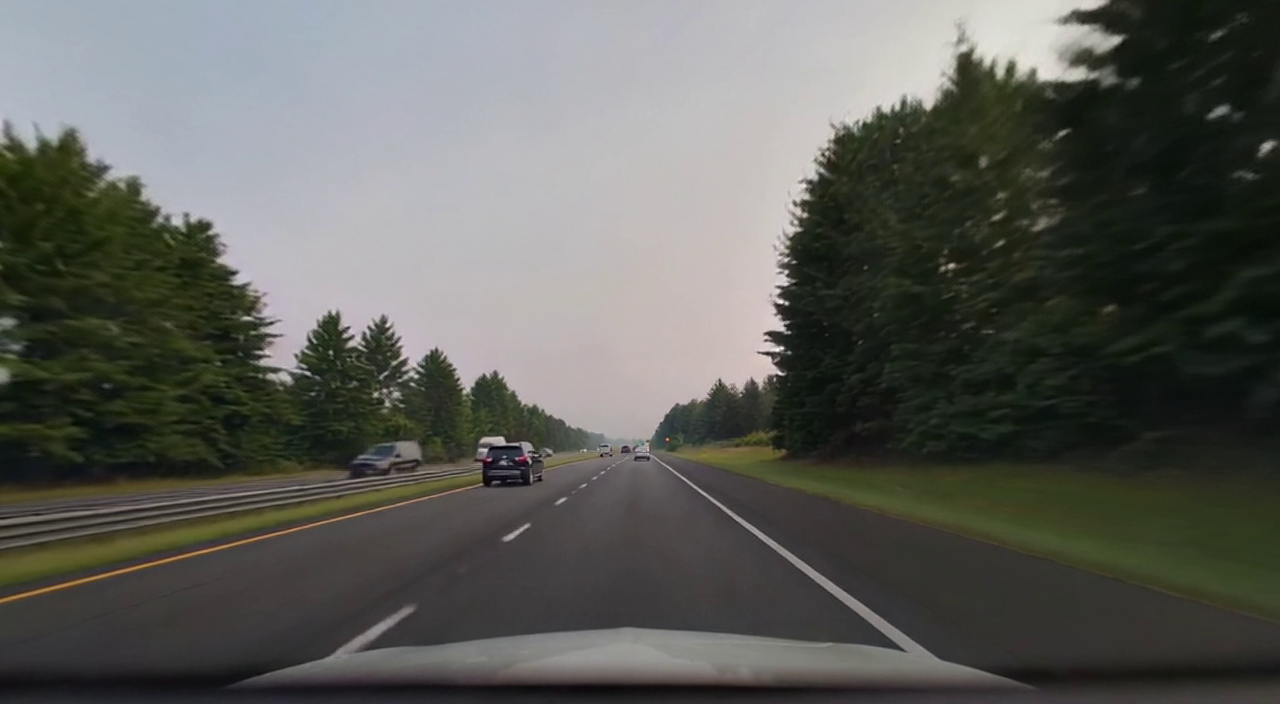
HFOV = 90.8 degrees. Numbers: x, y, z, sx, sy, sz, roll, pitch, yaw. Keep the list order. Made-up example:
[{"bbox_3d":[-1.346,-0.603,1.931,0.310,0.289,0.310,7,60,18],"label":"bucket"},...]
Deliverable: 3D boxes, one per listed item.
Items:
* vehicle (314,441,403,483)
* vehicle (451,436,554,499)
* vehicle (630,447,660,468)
[{"bbox_3d":[-12.778,5.001,29.004,2.002,1.734,4.429,0,-9,1],"label":"vehicle"},{"bbox_3d":[-3.958,3.404,19.031,2.100,1.667,4.223,0,-9,1],"label":"vehicle"},{"bbox_3d":[0.304,7.586,45.556,2.046,1.452,4.407,0,-9,-1],"label":"vehicle"}]
